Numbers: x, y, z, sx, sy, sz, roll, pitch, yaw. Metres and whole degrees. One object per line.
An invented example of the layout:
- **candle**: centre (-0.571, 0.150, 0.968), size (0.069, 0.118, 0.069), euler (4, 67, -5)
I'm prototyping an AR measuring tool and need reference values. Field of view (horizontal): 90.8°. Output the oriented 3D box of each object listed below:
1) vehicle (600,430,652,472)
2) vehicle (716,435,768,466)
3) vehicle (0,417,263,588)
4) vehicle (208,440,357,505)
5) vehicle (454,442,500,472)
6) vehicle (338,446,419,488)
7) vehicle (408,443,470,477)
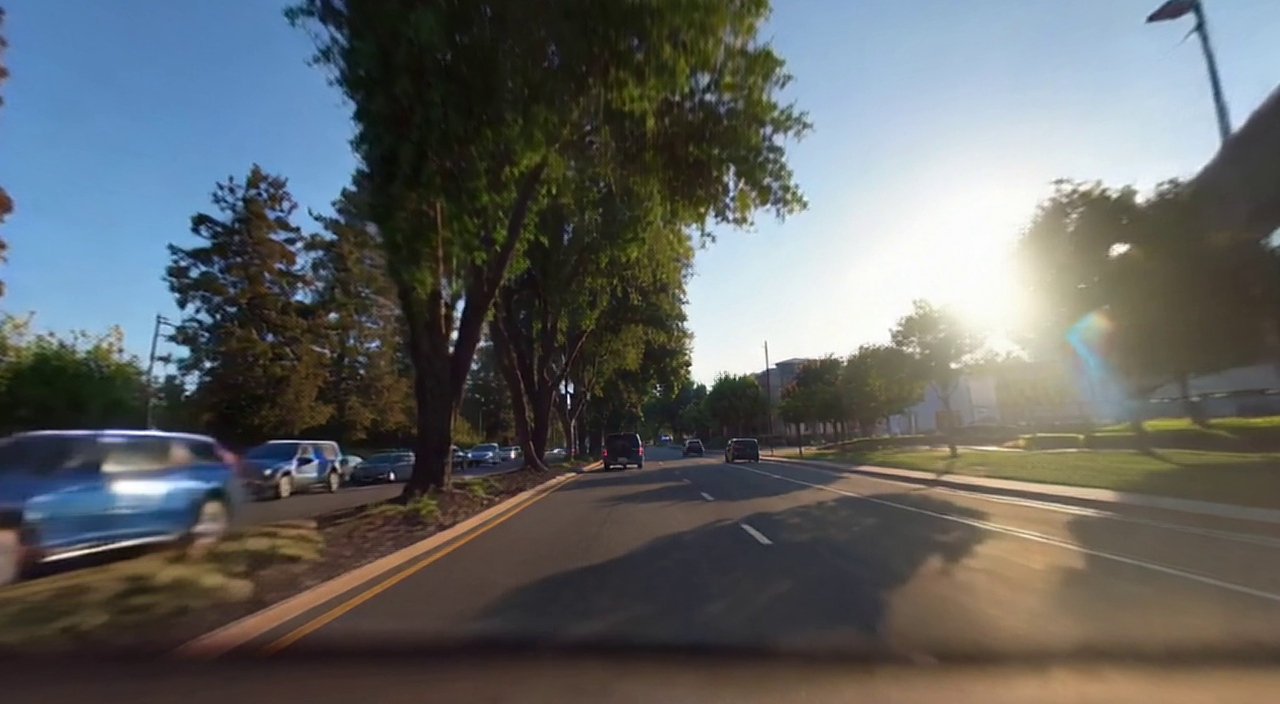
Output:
- **vehicle**: centre (-0.702, 4.997, 32.001), size (2.411, 1.937, 5.186), euler (0, -8, -1)
- **vehicle**: centre (6.386, 6.236, 40.154), size (2.364, 1.781, 4.854), euler (0, -8, -1)
- **vehicle**: centre (-7.986, 1.912, 8.766), size (2.184, 1.824, 5.418), euler (0, -8, 0)
- **vehicle**: centre (-11.192, 3.773, 20.261), size (2.093, 1.816, 4.559), euler (0, -8, 0)
- **vehicle**: centre (-11.674, 7.506, 45.541), size (2.082, 1.824, 4.840), euler (-2, -7, -1)
- **vehicle**: centre (-11.564, 5.089, 28.274), size (1.899, 1.607, 4.297), euler (-2, -8, -1)
- **vehicle**: centre (-11.536, 6.200, 36.615), size (2.042, 1.822, 4.913), euler (0, -8, -1)
